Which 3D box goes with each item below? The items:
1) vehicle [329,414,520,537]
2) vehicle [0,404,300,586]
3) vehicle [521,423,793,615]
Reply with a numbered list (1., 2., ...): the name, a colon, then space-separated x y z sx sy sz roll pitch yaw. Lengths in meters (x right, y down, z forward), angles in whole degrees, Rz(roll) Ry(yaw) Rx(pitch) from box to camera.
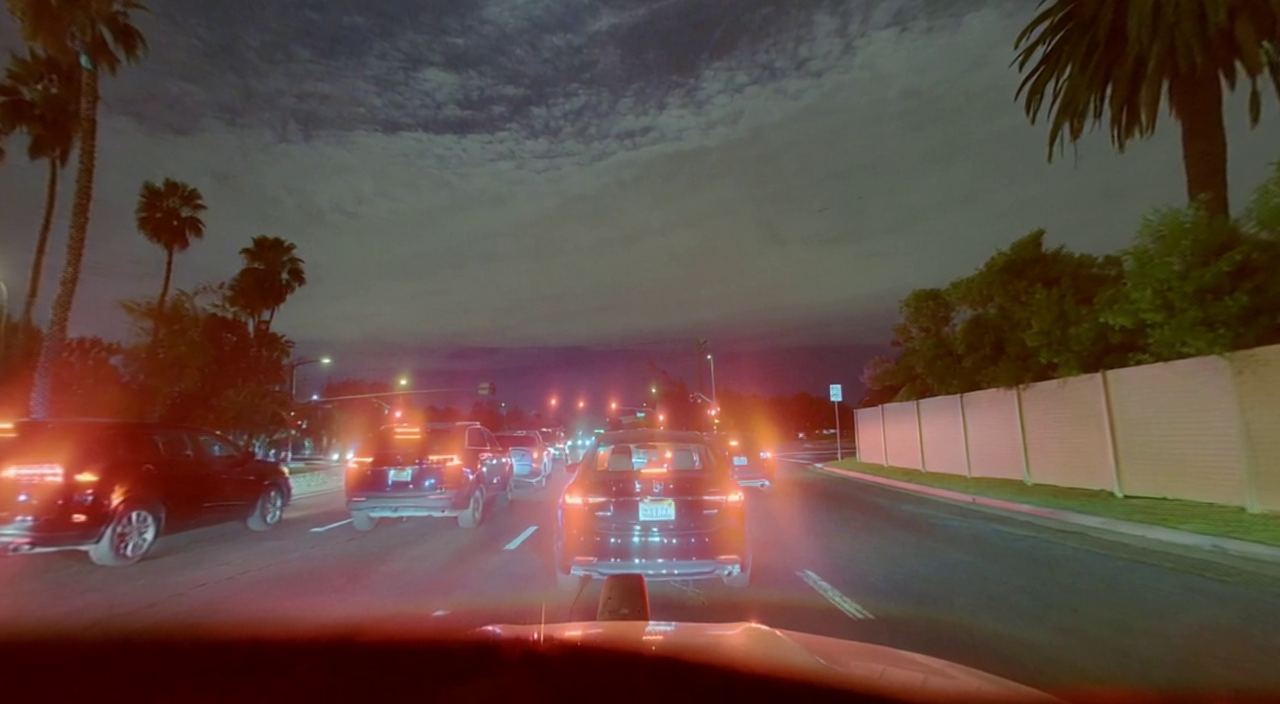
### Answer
1. vehicle: -3.484 2.075 11.186 2.007 1.746 4.136 0 -8 -2
2. vehicle: -6.676 1.700 8.317 1.963 1.721 4.467 0 -8 -2
3. vehicle: 0.070 1.625 7.145 2.128 1.473 4.272 0 -8 -2
